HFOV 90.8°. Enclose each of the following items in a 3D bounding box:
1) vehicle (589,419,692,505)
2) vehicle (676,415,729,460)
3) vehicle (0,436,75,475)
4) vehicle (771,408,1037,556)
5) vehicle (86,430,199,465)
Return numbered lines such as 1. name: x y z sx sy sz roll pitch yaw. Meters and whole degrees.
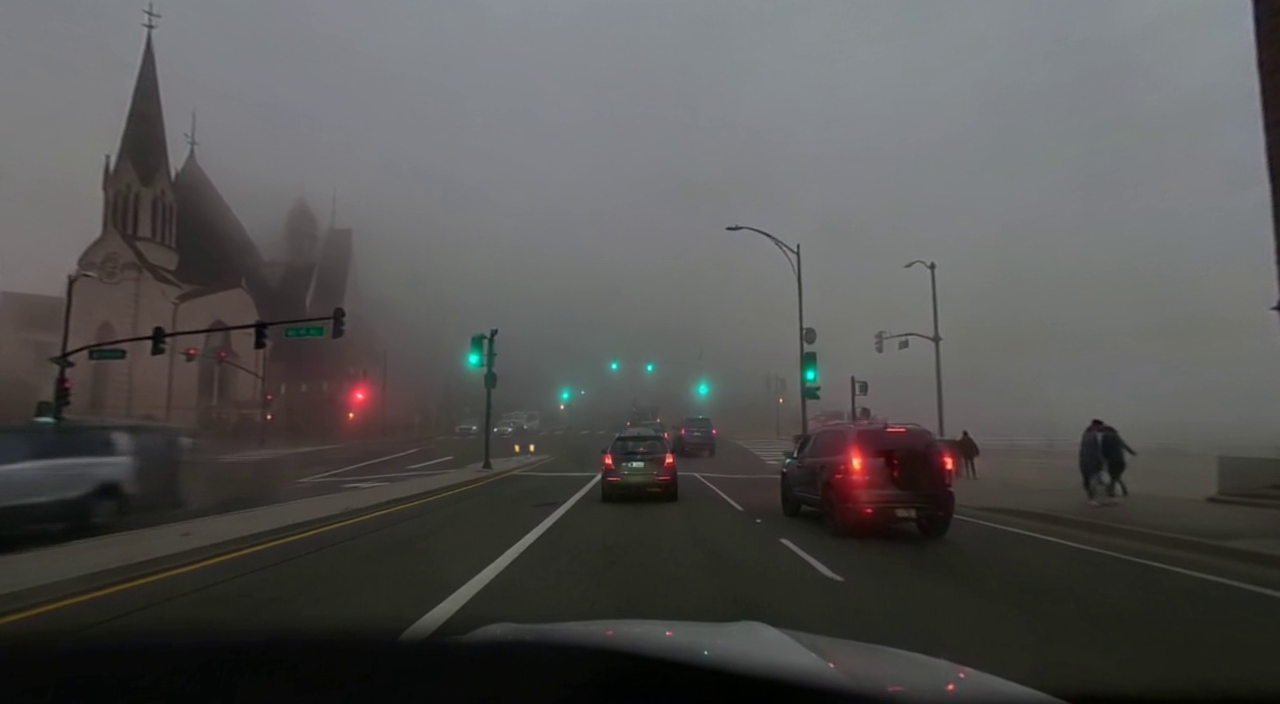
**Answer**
1. vehicle: 0.083 2.622 15.381 2.168 1.776 4.135 0 -8 2
2. vehicle: 3.357 4.664 34.995 2.228 1.922 5.335 3 -3 -1
3. vehicle: -34.407 5.671 34.832 4.551 1.784 2.121 0 0 -2
4. vehicle: 3.640 1.894 9.912 2.080 1.735 4.650 0 -9 -1
5. vehicle: -30.070 5.747 38.286 4.955 1.828 2.268 0 -3 -2
